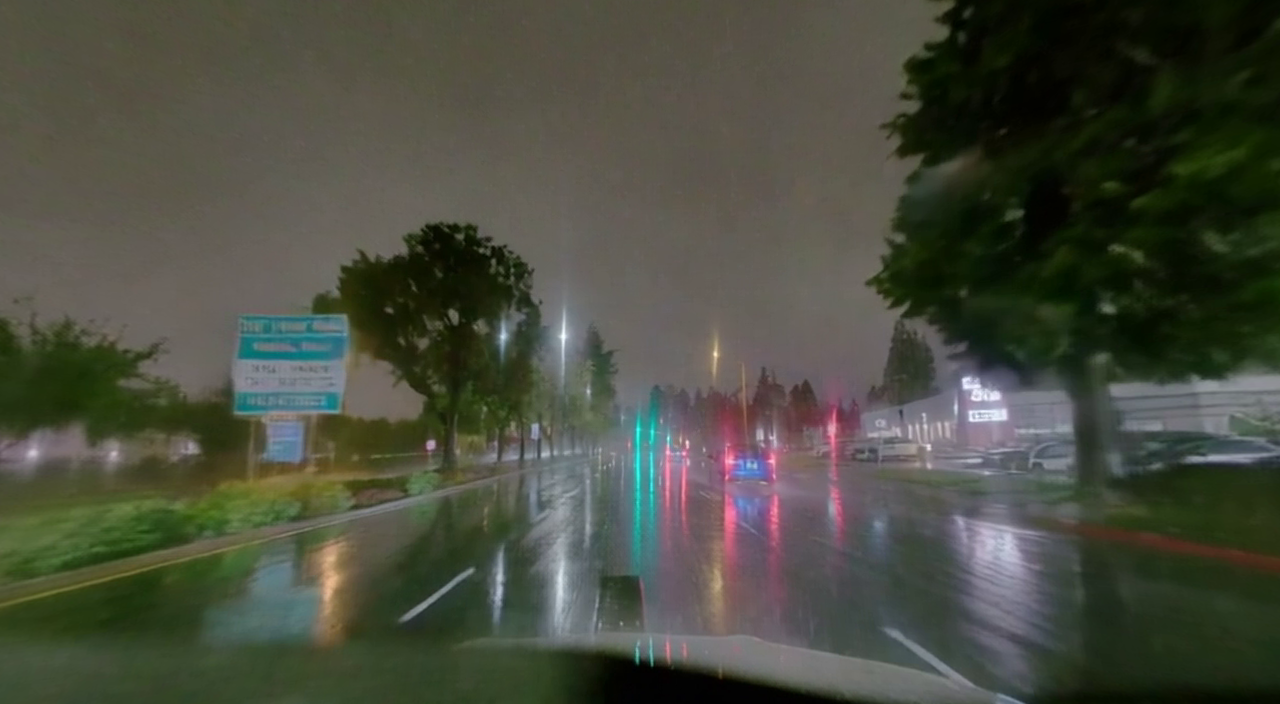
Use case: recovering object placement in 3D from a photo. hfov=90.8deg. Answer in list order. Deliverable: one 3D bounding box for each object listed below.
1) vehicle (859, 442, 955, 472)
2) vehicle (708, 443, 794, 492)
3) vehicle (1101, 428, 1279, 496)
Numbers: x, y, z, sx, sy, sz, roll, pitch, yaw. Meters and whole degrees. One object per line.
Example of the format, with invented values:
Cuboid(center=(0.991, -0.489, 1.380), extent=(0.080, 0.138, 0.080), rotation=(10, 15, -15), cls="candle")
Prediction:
Cuboid(center=(15.847, 6.221, 37.669), extent=(4.684, 1.448, 2.090), rotation=(-3, -8, -3), cls="vehicle")
Cuboid(center=(3.695, 3.923, 21.931), extent=(2.033, 1.482, 4.571), rotation=(0, -8, -2), cls="vehicle")
Cuboid(center=(15.615, 2.950, 17.178), extent=(4.404, 1.687, 2.206), rotation=(0, -8, -2), cls="vehicle")
